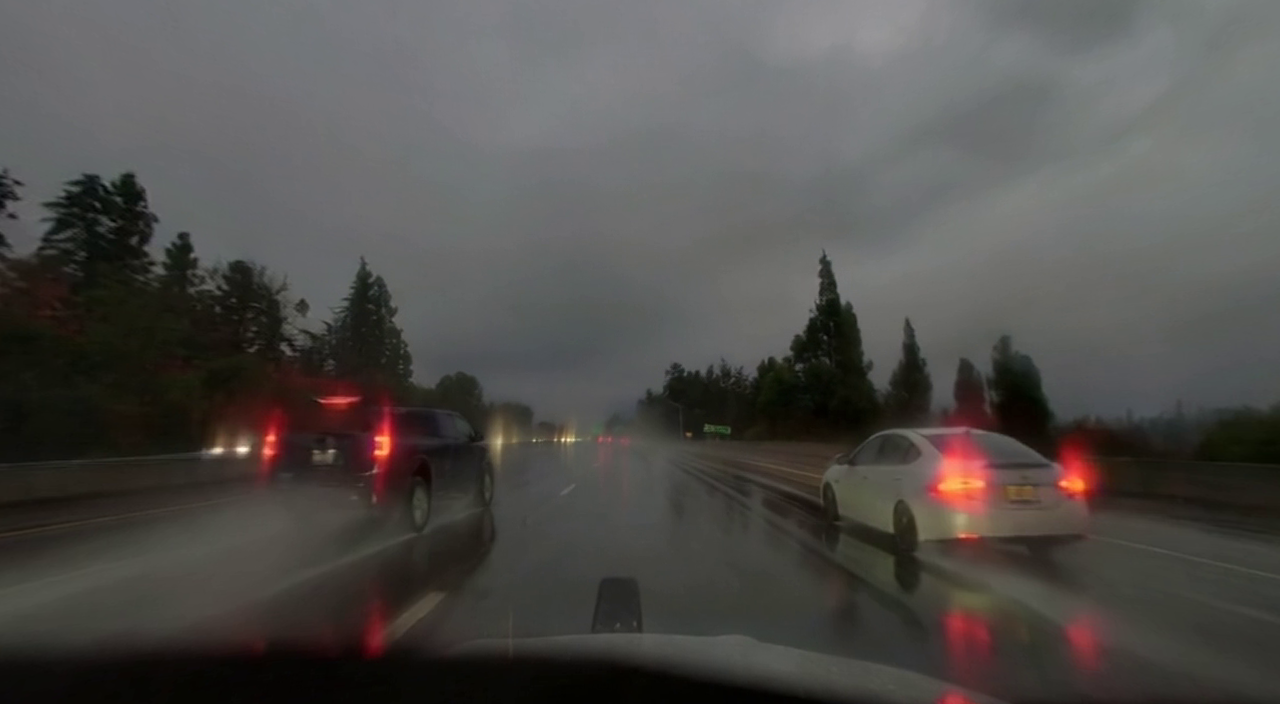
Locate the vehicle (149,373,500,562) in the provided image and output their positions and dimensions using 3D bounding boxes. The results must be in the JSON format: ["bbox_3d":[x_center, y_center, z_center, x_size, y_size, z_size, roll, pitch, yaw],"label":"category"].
[{"bbox_3d":[-3.609,1.463,8.818,2.106,1.779,5.610,0,-8,-1],"label":"vehicle"}]

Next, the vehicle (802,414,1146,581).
[{"bbox_3d":[3.553,1.593,7.851,1.817,1.465,4.415,0,-8,-1],"label":"vehicle"}]
